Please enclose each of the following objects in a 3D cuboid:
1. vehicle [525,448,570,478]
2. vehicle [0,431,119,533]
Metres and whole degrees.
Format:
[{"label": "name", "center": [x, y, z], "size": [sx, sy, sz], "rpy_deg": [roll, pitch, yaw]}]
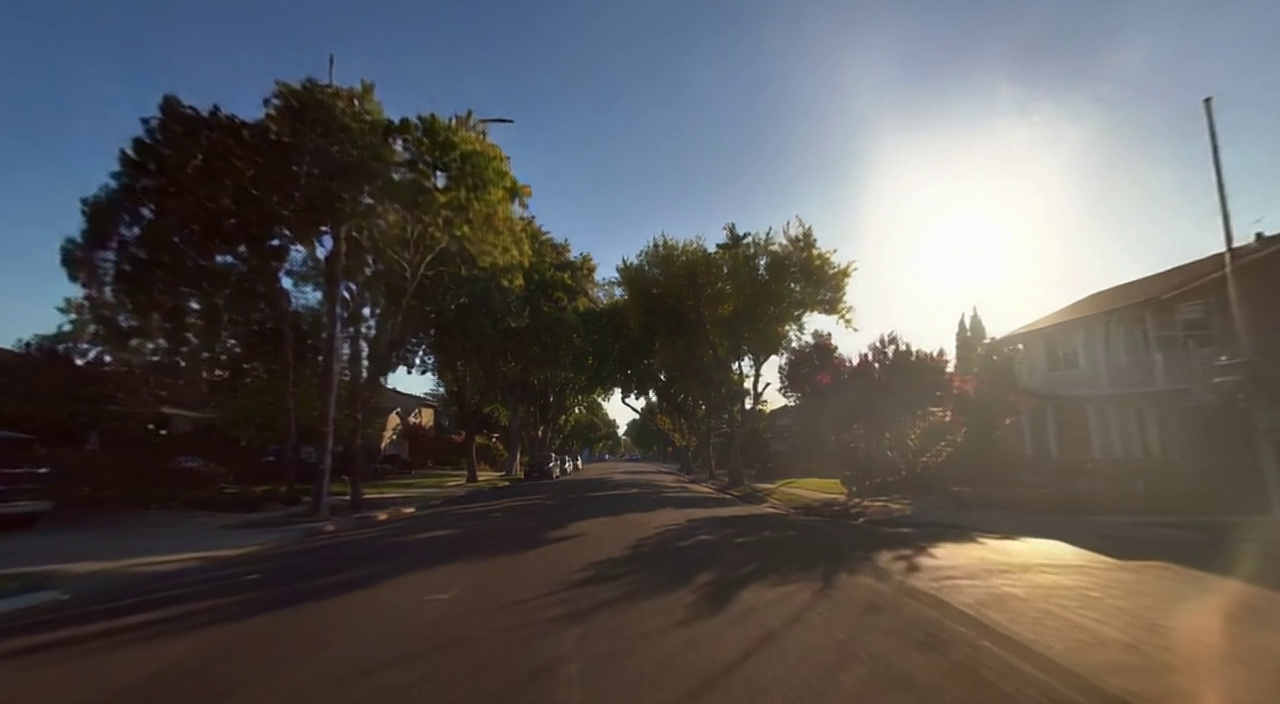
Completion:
[{"label": "vehicle", "center": [-6.154, 7.469, 42.729], "size": [2.341, 1.886, 5.684], "rpy_deg": [1, -9, -2]}, {"label": "vehicle", "center": [-14.245, 2.446, 12.258], "size": [5.863, 1.773, 2.451], "rpy_deg": [1, -9, -4]}]
